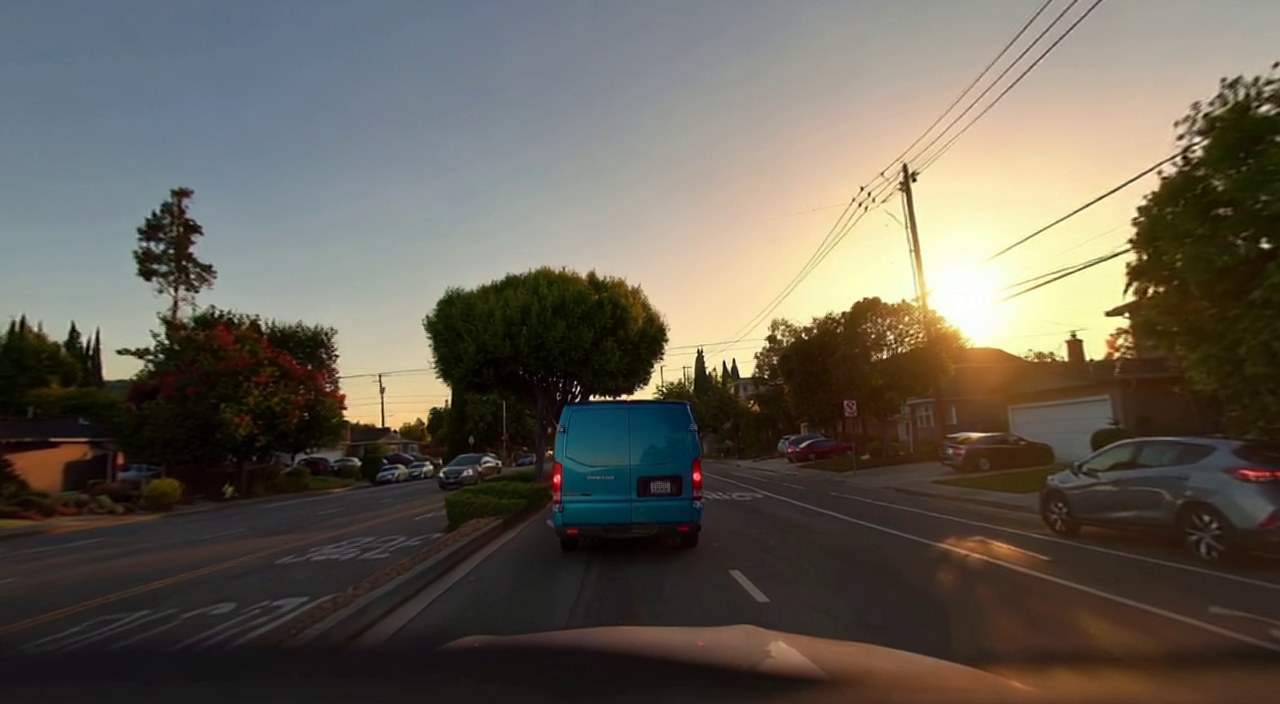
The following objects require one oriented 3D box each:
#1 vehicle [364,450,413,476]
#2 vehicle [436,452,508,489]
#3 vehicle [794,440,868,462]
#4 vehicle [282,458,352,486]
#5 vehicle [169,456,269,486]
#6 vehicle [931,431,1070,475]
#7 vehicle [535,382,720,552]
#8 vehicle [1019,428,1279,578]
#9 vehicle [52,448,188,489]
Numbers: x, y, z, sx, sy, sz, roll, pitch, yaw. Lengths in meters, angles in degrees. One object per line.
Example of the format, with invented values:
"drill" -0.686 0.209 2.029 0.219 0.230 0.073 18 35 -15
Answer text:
"vehicle" -18.002 7.922 45.379 1.841 1.769 4.105 0 -9 0
"vehicle" -7.447 5.301 28.506 1.962 1.481 4.434 0 -9 1
"vehicle" 13.090 6.805 43.448 4.483 1.463 1.805 0 -9 -1
"vehicle" -18.449 6.857 36.280 1.816 1.445 4.120 0 -9 0
"vehicle" -27.404 7.736 41.214 4.972 1.776 2.057 0 -9 -1
"vehicle" 13.128 3.700 23.199 3.916 1.517 1.887 0 -9 -1
"vehicle" -0.309 1.824 10.539 2.342 2.142 4.809 0 -9 -4
"vehicle" 7.348 1.825 8.352 1.883 1.504 4.220 0 -9 -3
"vehicle" -26.900 6.021 32.833 5.026 2.017 2.215 0 -9 -1
